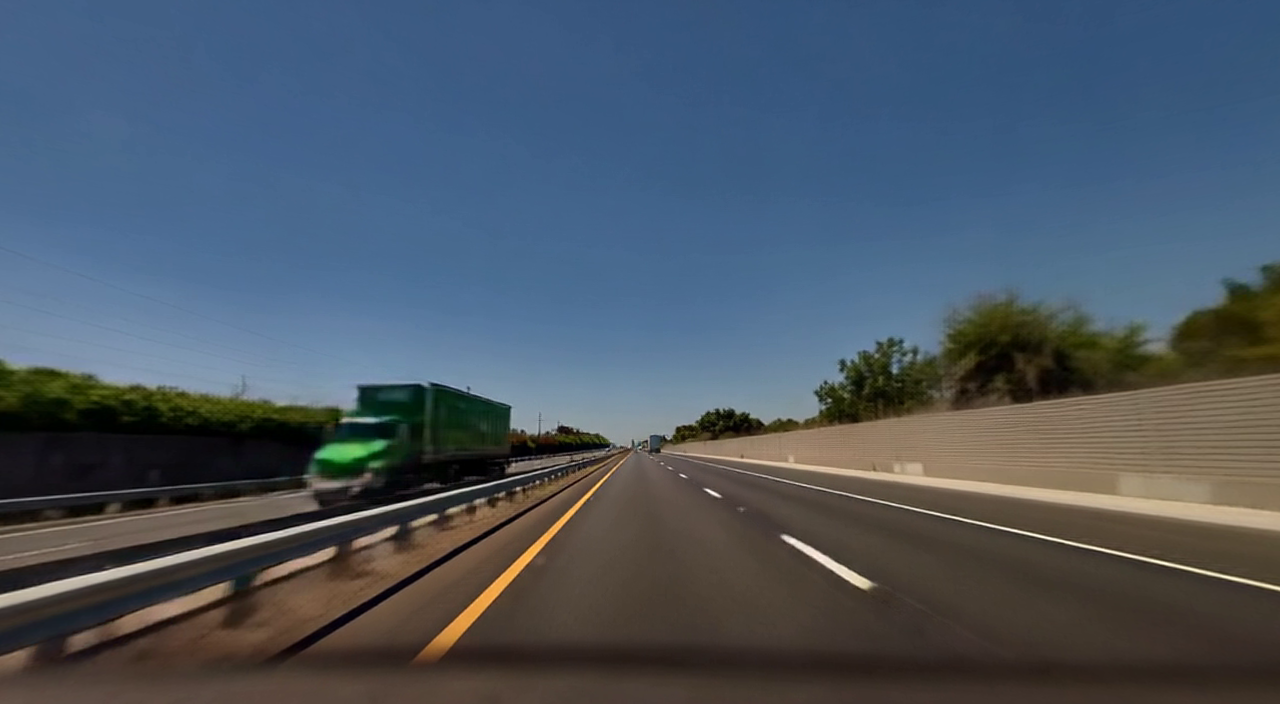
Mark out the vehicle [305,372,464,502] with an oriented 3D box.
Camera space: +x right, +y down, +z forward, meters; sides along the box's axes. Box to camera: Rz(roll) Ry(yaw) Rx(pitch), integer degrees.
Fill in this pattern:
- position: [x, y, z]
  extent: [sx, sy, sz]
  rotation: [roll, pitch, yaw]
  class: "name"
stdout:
- position: [-8.765, 3.077, 22.489]
  extent: [3.106, 3.995, 5.903]
  rotation: [0, -9, 0]
  class: "vehicle"
